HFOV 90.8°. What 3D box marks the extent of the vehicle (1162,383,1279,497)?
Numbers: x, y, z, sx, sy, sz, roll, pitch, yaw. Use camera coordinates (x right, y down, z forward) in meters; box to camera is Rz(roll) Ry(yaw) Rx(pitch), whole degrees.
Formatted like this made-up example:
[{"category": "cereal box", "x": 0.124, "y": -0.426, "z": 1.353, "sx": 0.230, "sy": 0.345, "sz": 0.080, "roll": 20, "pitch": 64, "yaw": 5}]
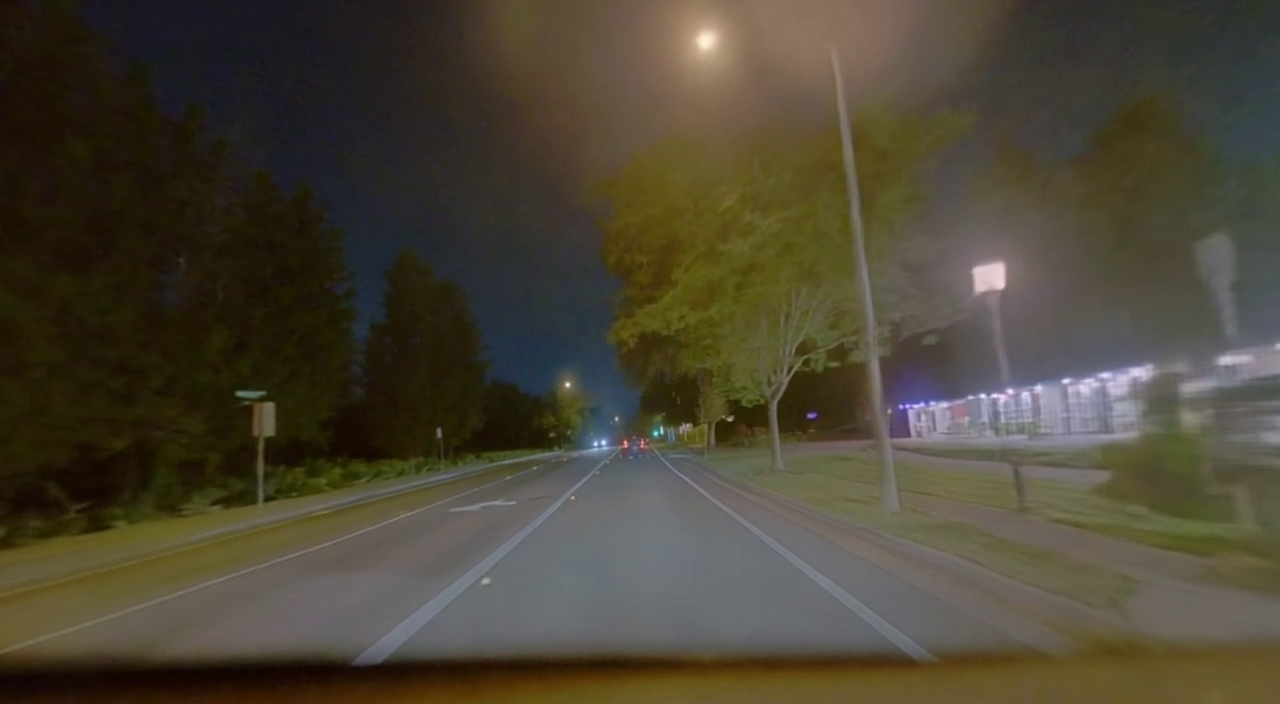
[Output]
[{"category": "vehicle", "x": 11.039, "y": 1.280, "z": 9.558, "sx": 2.001, "sy": 1.744, "sz": 4.449, "roll": -1, "pitch": -10, "yaw": -9}]
